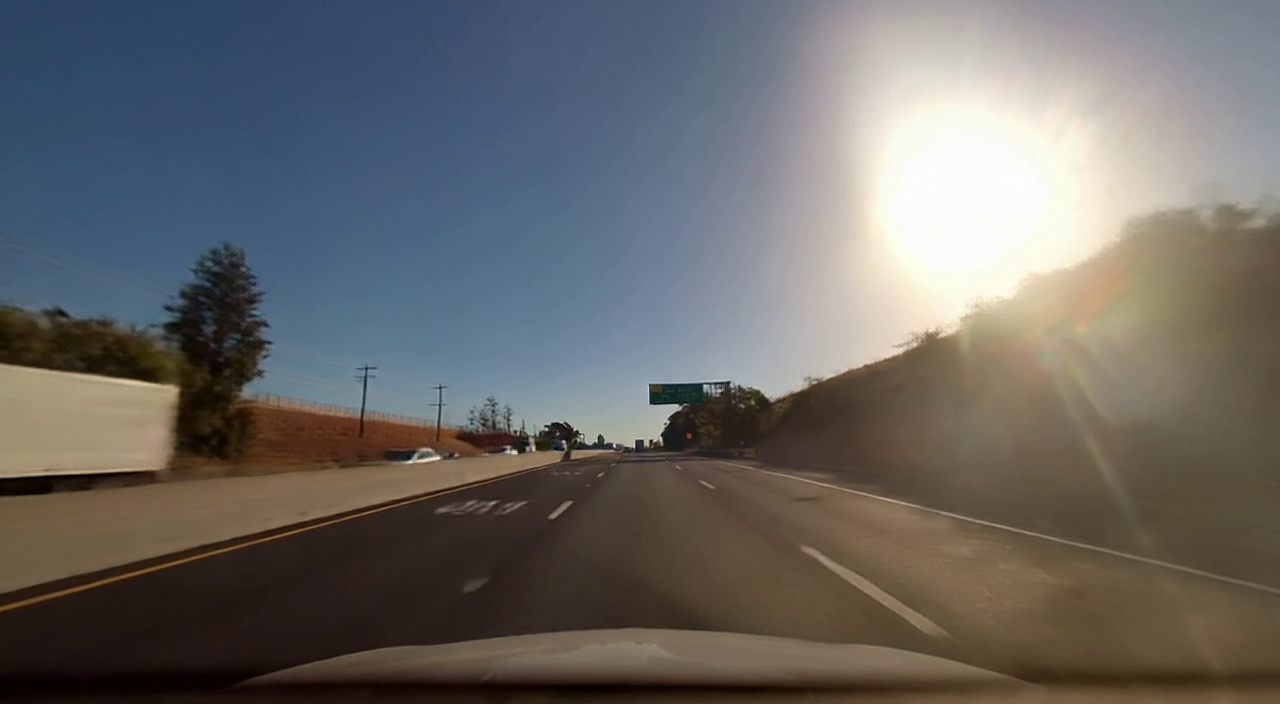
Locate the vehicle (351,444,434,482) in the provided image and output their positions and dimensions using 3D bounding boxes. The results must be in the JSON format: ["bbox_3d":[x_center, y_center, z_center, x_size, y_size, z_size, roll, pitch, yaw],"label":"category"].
[{"bbox_3d":[-10.855,4.882,27.930,1.887,1.524,4.275,0,-8,1],"label":"vehicle"}]

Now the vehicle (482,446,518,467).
[{"bbox_3d":[-10.679,7.979,48.201,1.821,1.477,3.939,0,-8,0],"label":"vehicle"}]

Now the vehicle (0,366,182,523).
[{"bbox_3d":[-18.463,2.342,15.910,3.341,4.076,13.934,0,-8,-1],"label":"vehicle"}]
